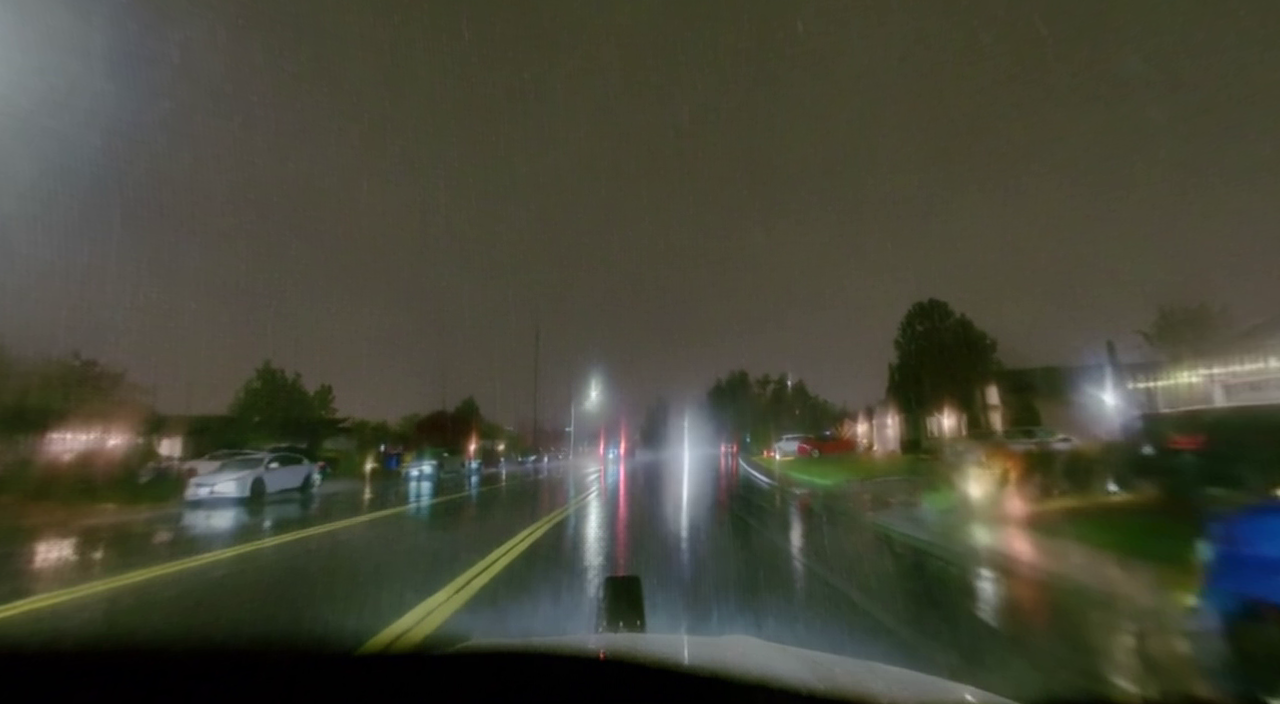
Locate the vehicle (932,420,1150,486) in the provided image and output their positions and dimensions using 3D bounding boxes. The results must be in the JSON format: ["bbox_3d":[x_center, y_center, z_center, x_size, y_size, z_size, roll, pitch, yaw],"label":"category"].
[{"bbox_3d":[11.281,2.889,18.140,4.757,1.536,1.938,-4,-9,6],"label":"vehicle"}]

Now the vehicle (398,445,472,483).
[{"bbox_3d":[-12.216,6.666,38.078,2.157,1.882,5.479,-7,-9,5],"label":"vehicle"}]

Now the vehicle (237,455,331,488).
[{"bbox_3d":[-17.289,5.799,30.946,1.872,1.396,4.150,-1,-8,6],"label":"vehicle"}]

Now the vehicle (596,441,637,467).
[{"bbox_3d":[-1.608,7.258,45.139,2.135,1.731,4.232,-1,-9,8],"label":"vehicle"}]

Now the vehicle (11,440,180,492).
[{"bbox_3d":[-20.437,4.318,23.860,4.628,1.808,1.899,0,-12,5],"label":"vehicle"}]

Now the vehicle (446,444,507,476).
[{"bbox_3d":[-11.395,7.553,44.567,2.114,1.931,5.936,-4,-9,7],"label":"vehicle"}]

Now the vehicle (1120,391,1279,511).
[{"bbox_3d":[11.664,1.526,10.704,5.036,1.782,2.098,-5,-9,6],"label":"vehicle"}]

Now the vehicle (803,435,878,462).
[{"bbox_3d":[13.475,6.510,42.640,4.383,1.602,1.920,-4,-9,5],"label":"vehicle"}]
